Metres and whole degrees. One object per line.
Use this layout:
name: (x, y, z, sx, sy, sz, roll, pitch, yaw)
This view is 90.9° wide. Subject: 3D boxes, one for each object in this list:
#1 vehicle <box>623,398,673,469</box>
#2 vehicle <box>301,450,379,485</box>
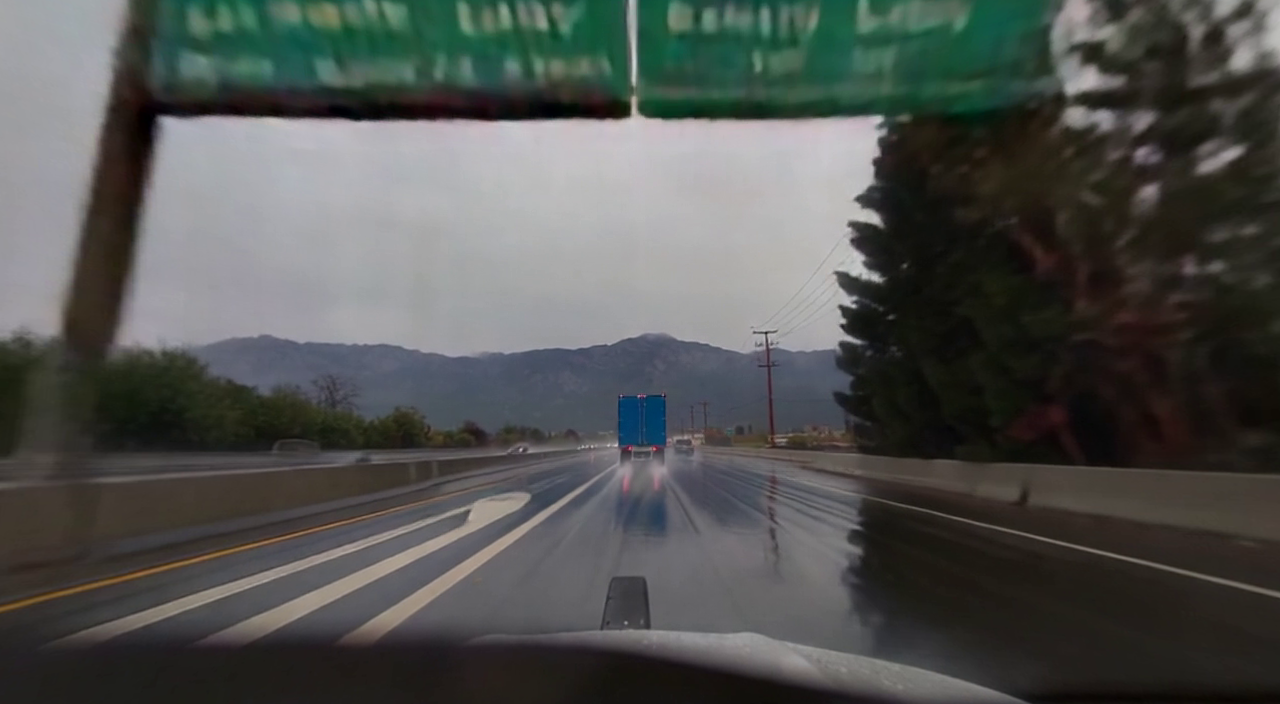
vehicle: (0.363, 5.583, 42.324, 2.919, 4.101, 11.541, 0, -8, -1)
vehicle: (-16.220, 6.243, 34.398, 1.875, 1.601, 4.906, -3, -8, 0)
